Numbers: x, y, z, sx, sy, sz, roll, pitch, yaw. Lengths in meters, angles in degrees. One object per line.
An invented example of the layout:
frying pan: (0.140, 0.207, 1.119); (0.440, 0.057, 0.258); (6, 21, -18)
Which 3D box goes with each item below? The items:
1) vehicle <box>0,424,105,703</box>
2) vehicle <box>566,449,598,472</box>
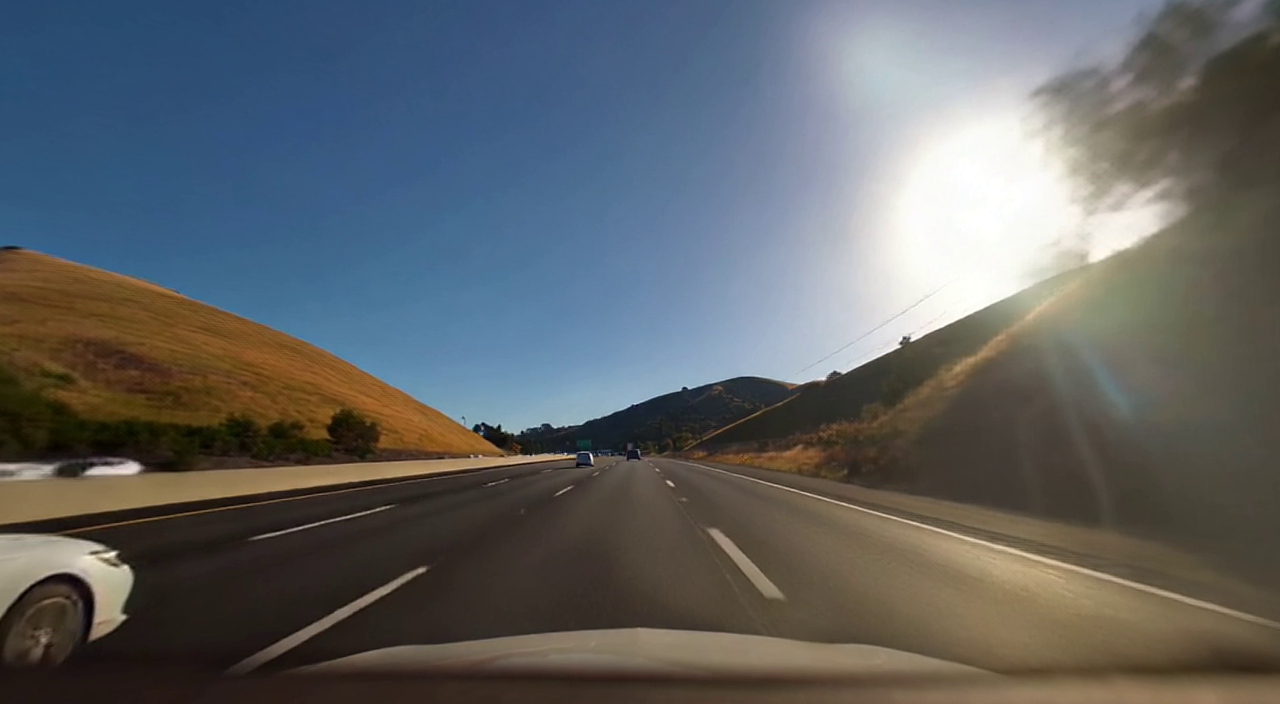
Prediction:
vehicle: (-4.190, 0.816, 1.168); (2.064, 1.489, 4.966); (0, -9, 0)
vehicle: (-4.134, 7.775, 45.464); (1.924, 1.511, 4.079); (0, -9, 0)
